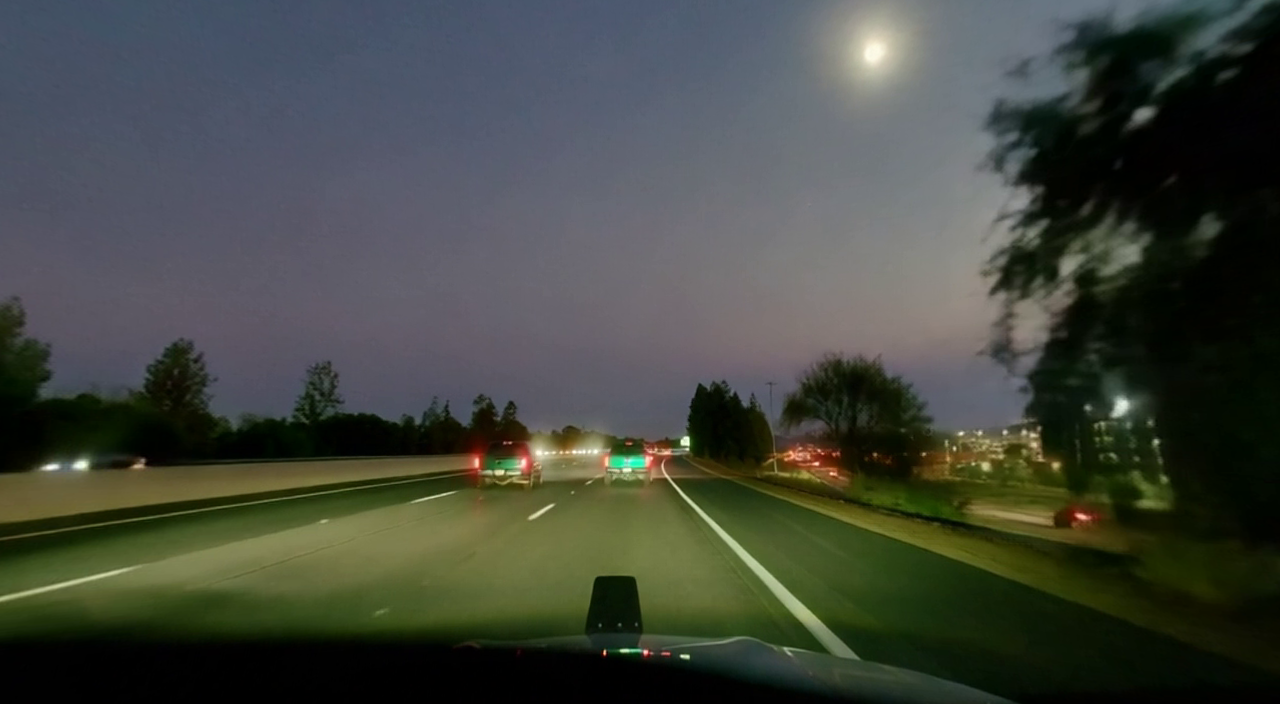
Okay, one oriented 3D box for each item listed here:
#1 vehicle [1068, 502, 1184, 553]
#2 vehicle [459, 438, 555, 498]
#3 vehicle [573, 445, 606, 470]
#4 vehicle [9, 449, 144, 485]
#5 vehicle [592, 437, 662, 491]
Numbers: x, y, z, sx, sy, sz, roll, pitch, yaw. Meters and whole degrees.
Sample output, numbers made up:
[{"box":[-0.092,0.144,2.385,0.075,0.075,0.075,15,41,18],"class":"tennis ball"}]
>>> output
[{"box":[21.689,7.823,28.487,1.956,1.594,4.425,-1,-8,5],"class":"vehicle"},{"box":[-4.211,3.752,20.984,2.038,1.704,5.181,0,-8,0],"class":"vehicle"},{"box":[-3.837,8.038,48.313,1.991,1.776,4.333,0,-8,2],"class":"vehicle"},{"box":[-24.872,5.061,28.161,1.883,1.458,4.499,0,-8,0],"class":"vehicle"},{"box":[-0.368,4.011,23.027,2.293,1.753,4.380,0,-8,1],"class":"vehicle"}]
